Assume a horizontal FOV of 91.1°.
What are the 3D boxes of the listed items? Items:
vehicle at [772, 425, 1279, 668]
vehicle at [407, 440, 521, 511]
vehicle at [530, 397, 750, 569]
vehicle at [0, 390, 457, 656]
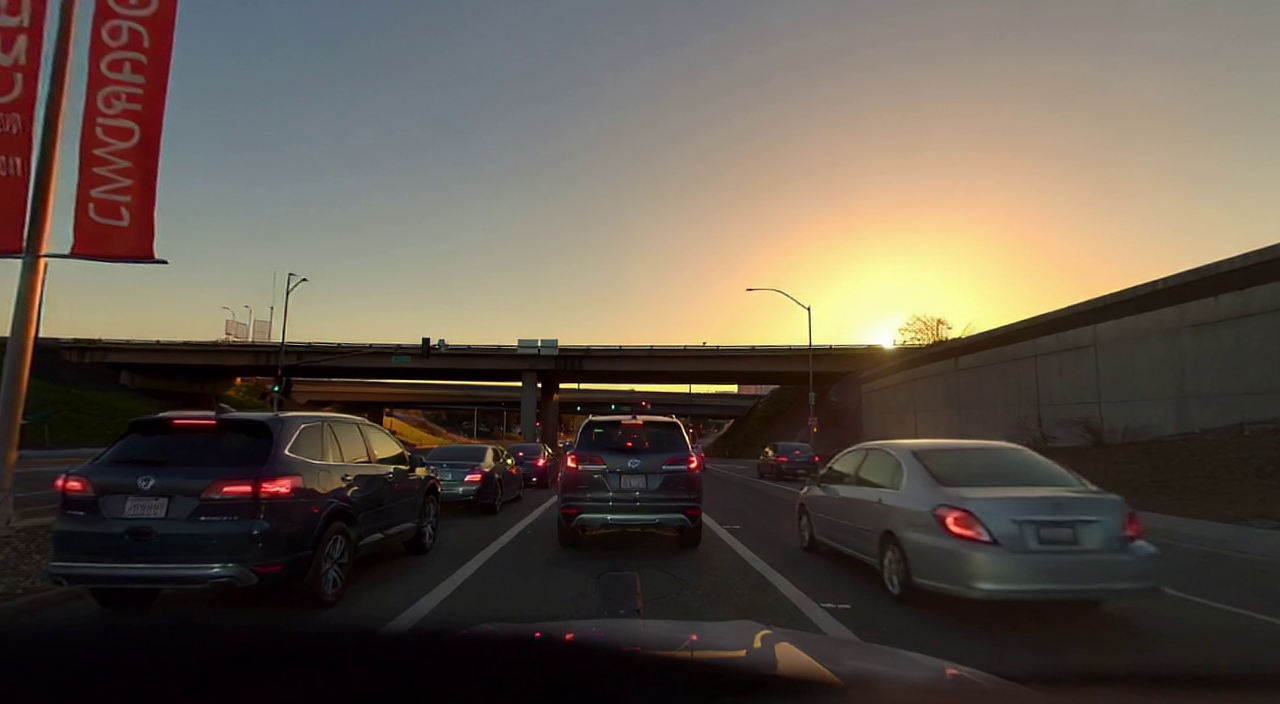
[{"bbox_3d":[3.042,1.568,6.406,2.228,1.472,4.939,0,-9,-1],"label":"vehicle"},{"bbox_3d":[-4.157,2.945,15.428,1.797,1.505,3.506,0,-9,0],"label":"vehicle"},{"bbox_3d":[-0.086,1.766,9.211,2.409,1.864,4.471,0,-9,-2],"label":"vehicle"},{"bbox_3d":[-3.501,1.424,6.273,2.039,1.709,4.265,0,-9,0],"label":"vehicle"}]
